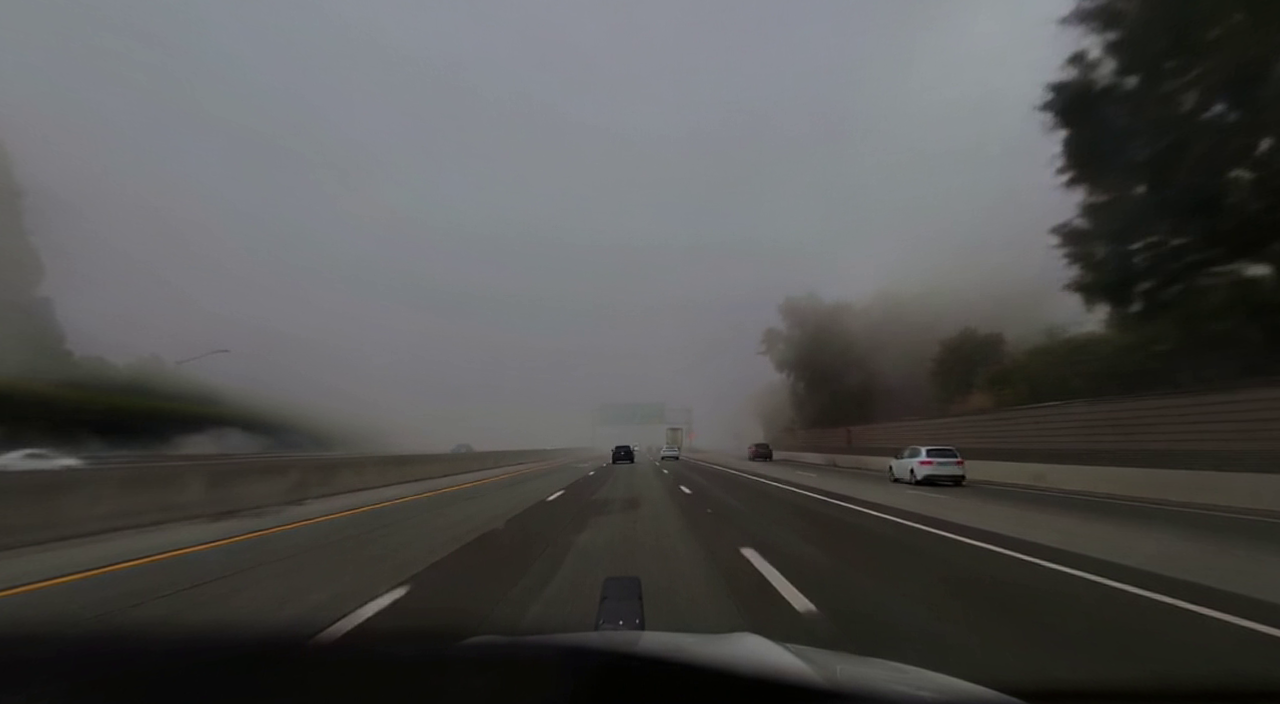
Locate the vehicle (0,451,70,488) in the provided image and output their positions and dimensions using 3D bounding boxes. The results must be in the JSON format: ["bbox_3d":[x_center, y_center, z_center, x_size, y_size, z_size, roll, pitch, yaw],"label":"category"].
[{"bbox_3d":[-25.683,4.701,25.481,1.691,1.395,3.857,0,-8,0],"label":"vehicle"}]

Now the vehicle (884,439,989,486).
[{"bbox_3d":[11.399,4.252,24.685,1.912,1.673,4.438,0,-8,-1],"label":"vehicle"}]

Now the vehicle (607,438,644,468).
[{"bbox_3d":[-0.855,6.204,38.918,2.121,1.739,4.087,0,-8,-1],"label":"vehicle"}]
